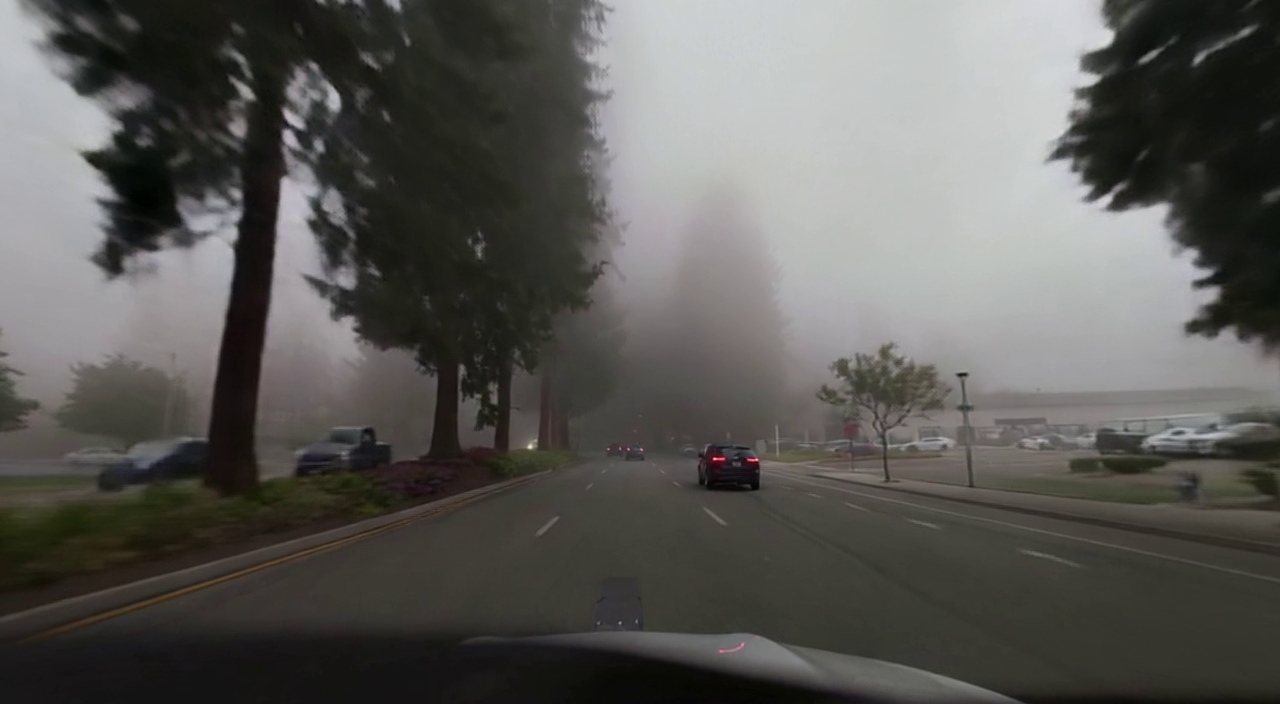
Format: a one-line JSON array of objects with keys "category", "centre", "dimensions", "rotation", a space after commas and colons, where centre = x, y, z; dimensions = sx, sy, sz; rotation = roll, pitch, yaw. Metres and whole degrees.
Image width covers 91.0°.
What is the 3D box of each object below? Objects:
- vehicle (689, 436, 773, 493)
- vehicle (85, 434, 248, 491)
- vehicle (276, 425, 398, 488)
[{"category": "vehicle", "centre": [2.854, 3.650, 20.747], "dimensions": [2.022, 1.656, 4.025], "rotation": [0, -9, -2]}, {"category": "vehicle", "centre": [-17.645, 4.151, 23.927], "dimensions": [2.094, 1.894, 5.364], "rotation": [0, -9, -1]}, {"category": "vehicle", "centre": [-11.044, 3.865, 23.466], "dimensions": [2.074, 2.065, 4.946], "rotation": [0, -9, -1]}]
